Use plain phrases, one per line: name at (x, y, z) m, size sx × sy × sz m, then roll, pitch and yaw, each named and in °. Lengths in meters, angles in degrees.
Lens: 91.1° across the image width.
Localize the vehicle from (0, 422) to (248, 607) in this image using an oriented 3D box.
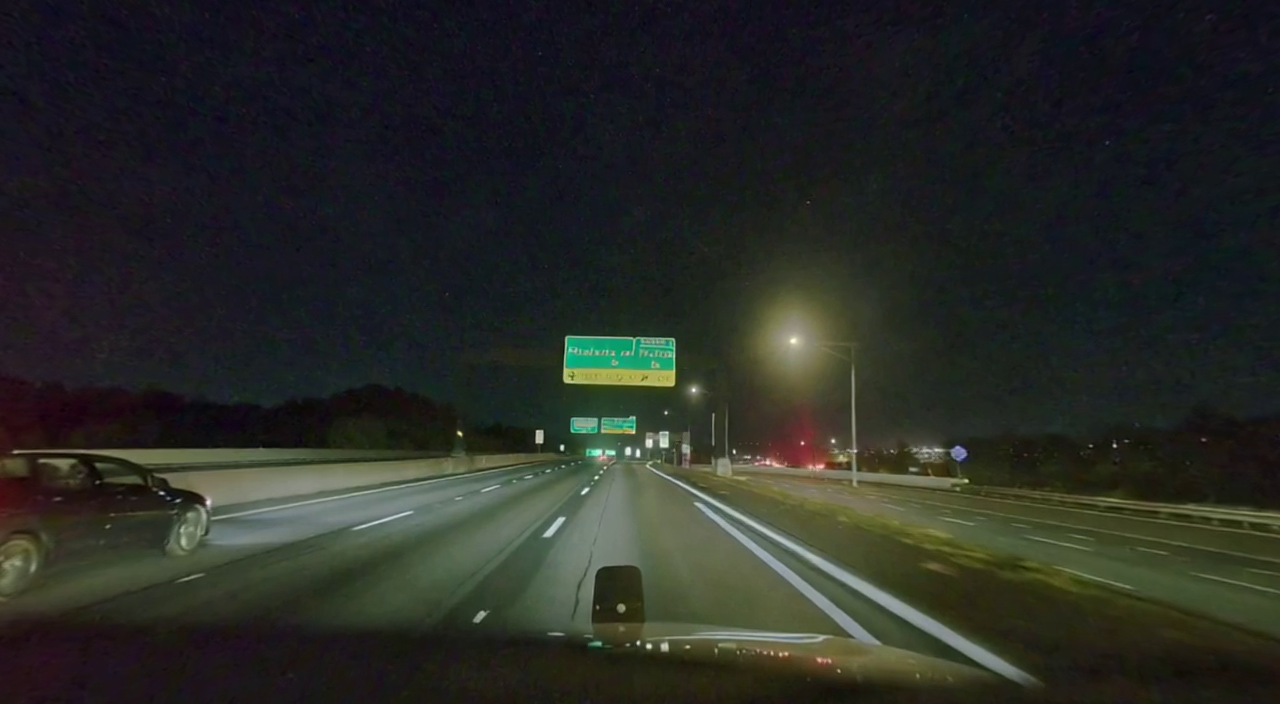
vehicle at (-6.553, 1.589, 6.595) m, size 2.034 × 1.578 × 4.488 m, roll 0°, pitch -9°, yaw -1°
